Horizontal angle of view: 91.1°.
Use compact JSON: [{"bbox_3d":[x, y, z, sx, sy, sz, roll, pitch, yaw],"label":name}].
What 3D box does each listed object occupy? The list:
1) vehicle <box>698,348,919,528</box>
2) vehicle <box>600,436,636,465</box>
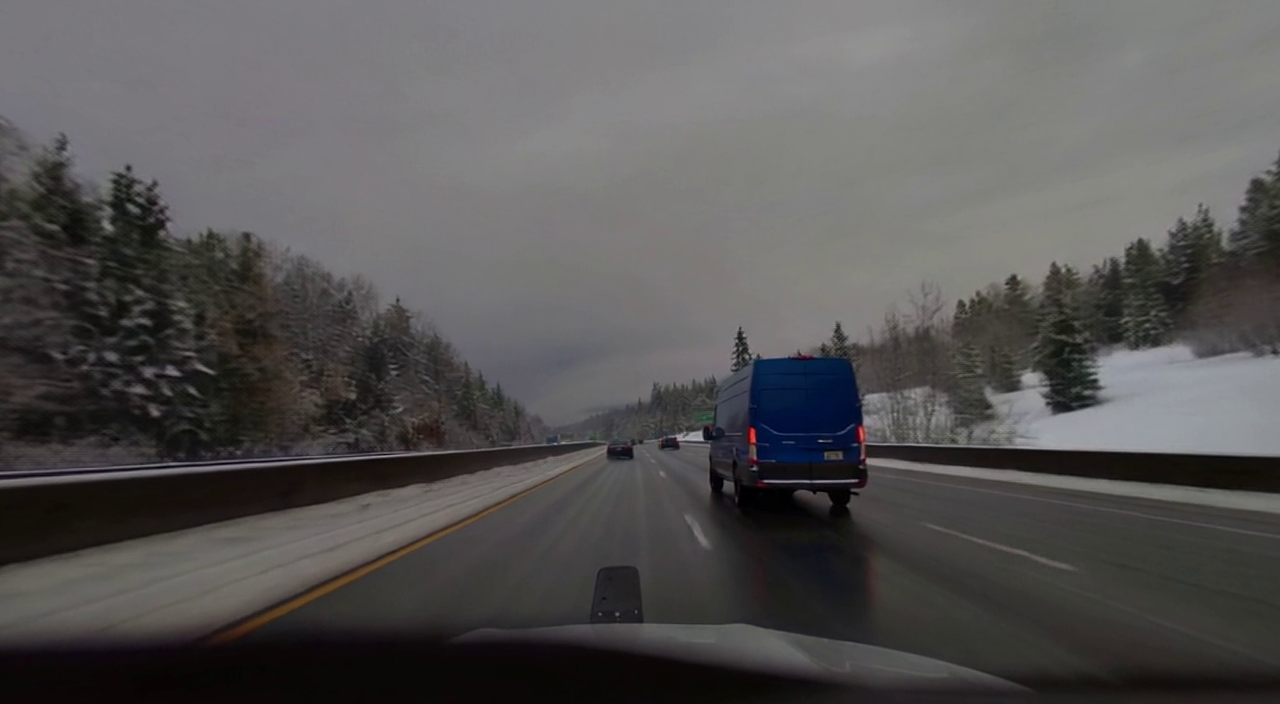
[{"bbox_3d":[2.751,1.714,12.718,2.416,2.595,7.243,0,-8,0],"label":"vehicle"},{"bbox_3d":[-1.196,5.468,35.217,1.900,1.524,4.324,0,-8,-1],"label":"vehicle"}]
